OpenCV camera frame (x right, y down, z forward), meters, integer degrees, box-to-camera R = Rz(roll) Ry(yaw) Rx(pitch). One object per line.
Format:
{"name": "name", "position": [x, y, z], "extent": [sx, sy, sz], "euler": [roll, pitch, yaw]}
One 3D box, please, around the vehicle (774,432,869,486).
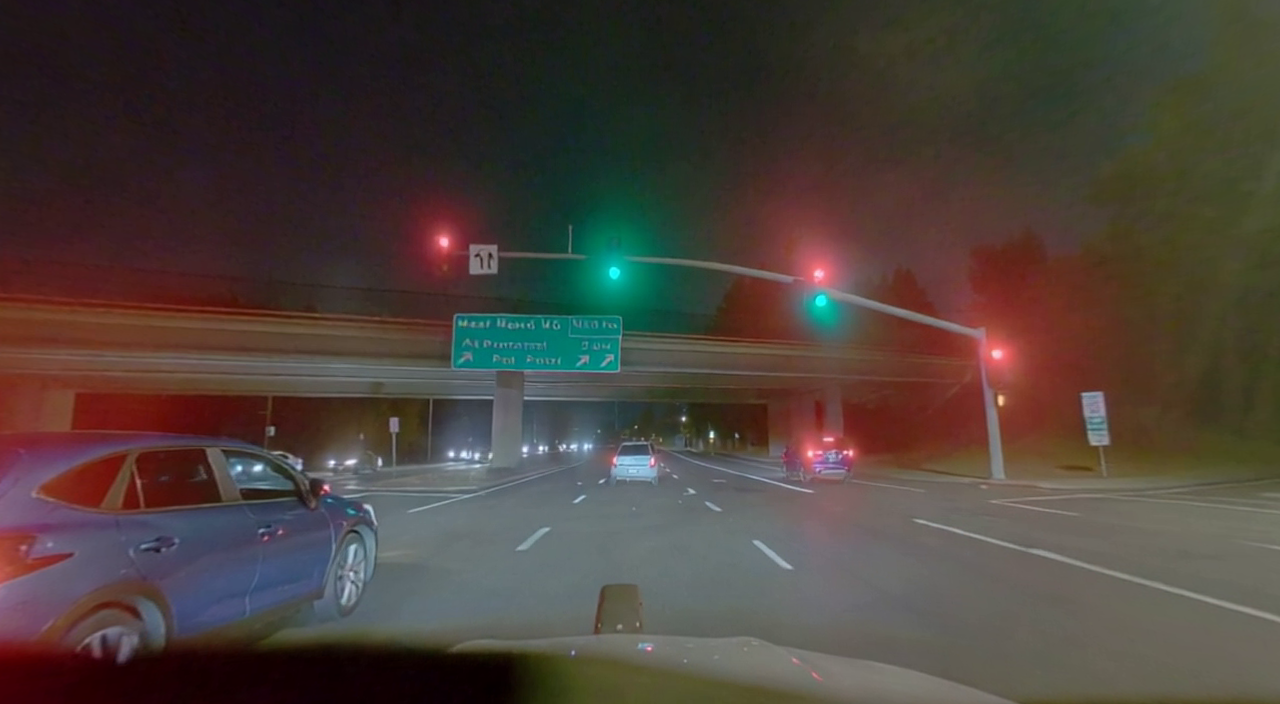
{"name": "vehicle", "position": [6.491, 3.869, 23.204], "extent": [2.074, 1.785, 4.320], "euler": [0, -8, -2]}

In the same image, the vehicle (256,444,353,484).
{"name": "vehicle", "position": [-16.374, 5.460, 31.204], "extent": [2.132, 1.664, 4.720], "euler": [-2, -8, 2]}

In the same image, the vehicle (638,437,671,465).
{"name": "vehicle", "position": [1.128, 7.406, 47.461], "extent": [2.342, 2.026, 4.642], "euler": [-1, -8, 3]}

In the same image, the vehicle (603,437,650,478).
{"name": "vehicle", "position": [-0.559, 4.989, 30.215], "extent": [2.060, 1.768, 4.681], "euler": [0, -8, 1]}

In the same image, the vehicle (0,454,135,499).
{"name": "vehicle", "position": [-23.403, 4.994, 25.705], "extent": [1.849, 1.539, 4.665], "euler": [0, -8, -1]}

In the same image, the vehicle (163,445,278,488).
{"name": "vehicle", "position": [-19.240, 5.214, 29.324], "extent": [1.990, 1.789, 4.973], "euler": [0, -8, -2]}
